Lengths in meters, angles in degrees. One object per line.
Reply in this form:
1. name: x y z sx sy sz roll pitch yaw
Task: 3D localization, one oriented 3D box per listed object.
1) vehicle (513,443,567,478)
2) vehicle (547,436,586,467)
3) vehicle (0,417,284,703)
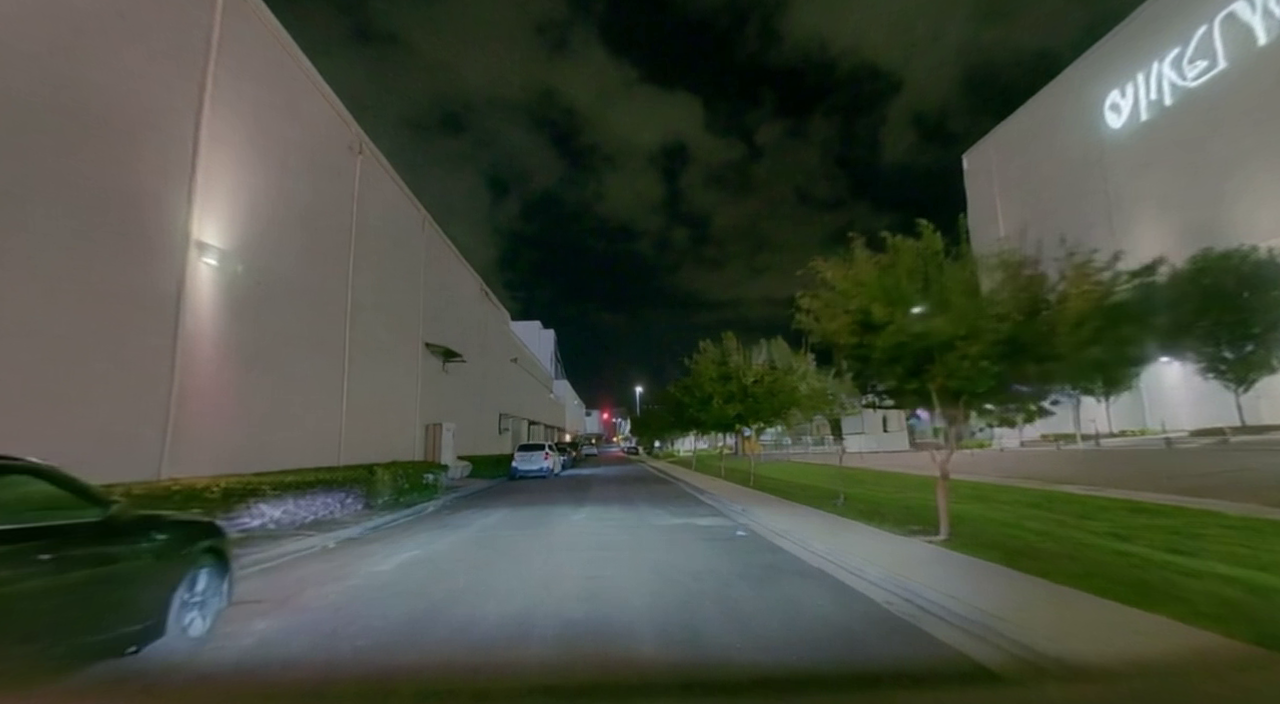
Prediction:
1. vehicle: -5.003 5.486 32.107 2.040 1.501 4.440 -4 -9 -2
2. vehicle: -5.077 7.014 44.132 2.161 1.843 5.181 -4 -10 -2
3. vehicle: -4.121 1.219 3.526 1.912 1.628 4.233 -1 -8 -3
